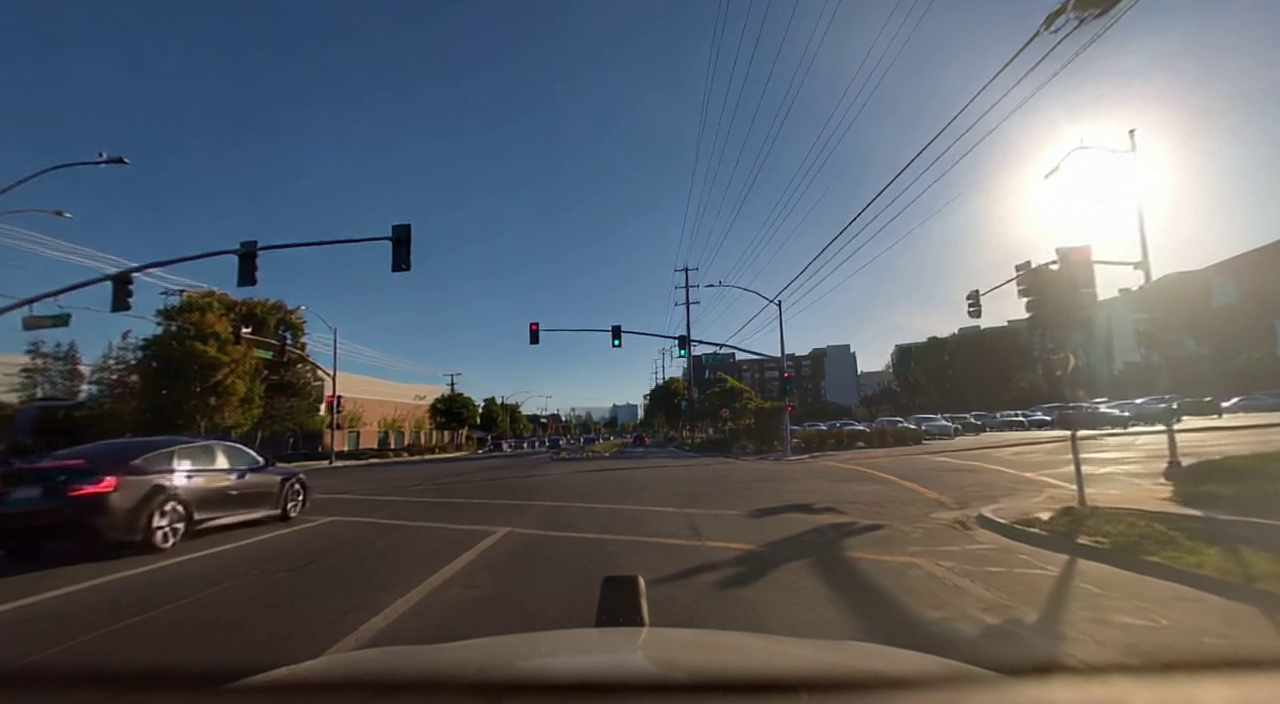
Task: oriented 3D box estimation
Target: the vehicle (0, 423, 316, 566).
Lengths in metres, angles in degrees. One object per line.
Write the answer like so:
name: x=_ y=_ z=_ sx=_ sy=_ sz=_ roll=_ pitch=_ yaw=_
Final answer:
vehicle: x=-6.449 y=1.786 z=8.661 sx=1.928 sy=1.451 sz=4.219 roll=0 pitch=-9 yaw=-3
